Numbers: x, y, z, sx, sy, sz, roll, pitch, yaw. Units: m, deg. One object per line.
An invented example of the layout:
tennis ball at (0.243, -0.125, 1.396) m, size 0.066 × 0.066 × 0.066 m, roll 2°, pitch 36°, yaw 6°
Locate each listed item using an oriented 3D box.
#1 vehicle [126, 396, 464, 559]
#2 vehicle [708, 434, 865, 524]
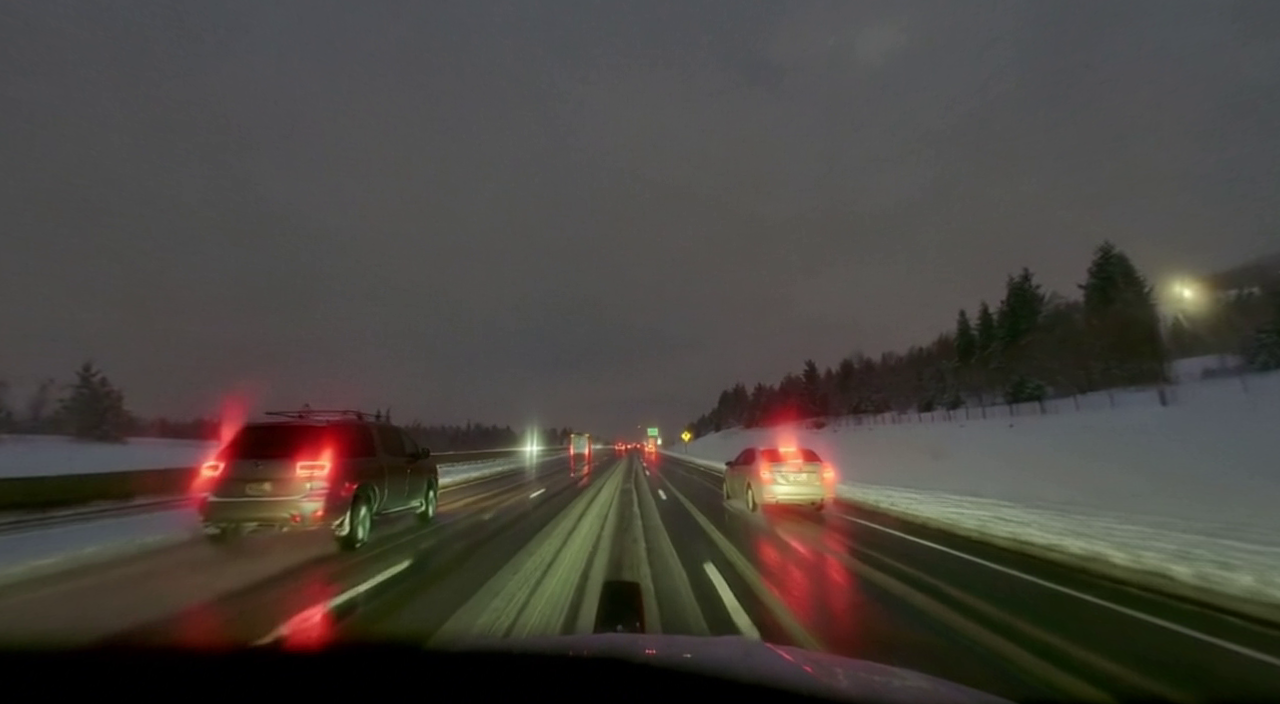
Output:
vehicle at (-4.773, 1.876, 10.125) m, size 2.285 × 1.853 × 5.564 m, roll 0°, pitch -9°, yaw 0°
vehicle at (2.794, 2.568, 13.328) m, size 2.047 × 1.532 × 4.884 m, roll 1°, pitch -9°, yaw -1°
